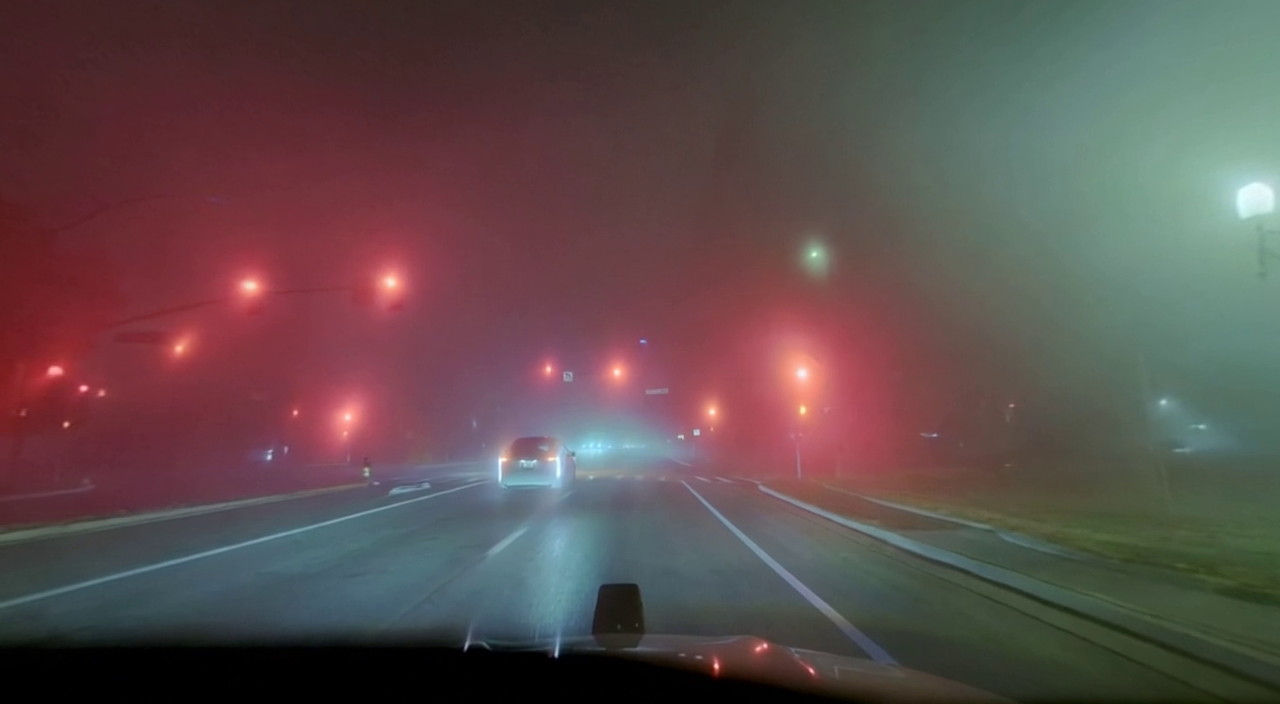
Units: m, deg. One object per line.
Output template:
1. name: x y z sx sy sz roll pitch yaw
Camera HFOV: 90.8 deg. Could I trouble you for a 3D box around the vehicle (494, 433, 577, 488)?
1. vehicle: -3.339 3.576 21.129 2.076 1.599 4.483 0 -9 -1
